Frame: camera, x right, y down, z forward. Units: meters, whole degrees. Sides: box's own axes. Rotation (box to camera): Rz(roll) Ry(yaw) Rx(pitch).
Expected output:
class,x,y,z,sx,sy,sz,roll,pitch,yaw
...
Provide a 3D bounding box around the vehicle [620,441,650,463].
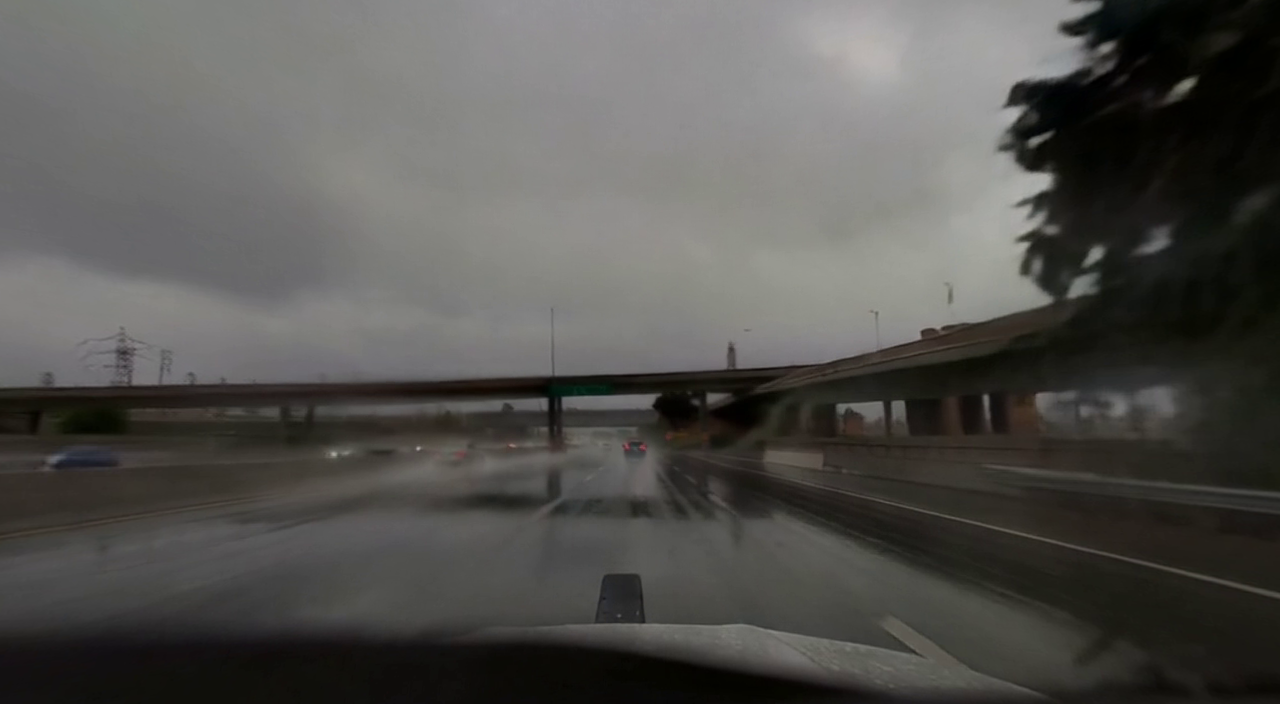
class,x,y,z,sx,sy,sz,roll,pitch,yaw
vehicle,-0.391,7.358,46.679,2.086,1.472,4.168,0,-8,-1

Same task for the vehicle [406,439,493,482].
class,x,y,z,sx,sy,sz,roll,pitch,yaw
vehicle,-7.347,4.213,24.939,1.994,1.487,4.605,0,-8,0

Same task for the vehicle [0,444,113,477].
class,x,y,z,sx,sy,sz,roll,pitch,yaw
vehicle,-32.481,5.985,35.385,2.015,1.697,4.576,0,-8,0
